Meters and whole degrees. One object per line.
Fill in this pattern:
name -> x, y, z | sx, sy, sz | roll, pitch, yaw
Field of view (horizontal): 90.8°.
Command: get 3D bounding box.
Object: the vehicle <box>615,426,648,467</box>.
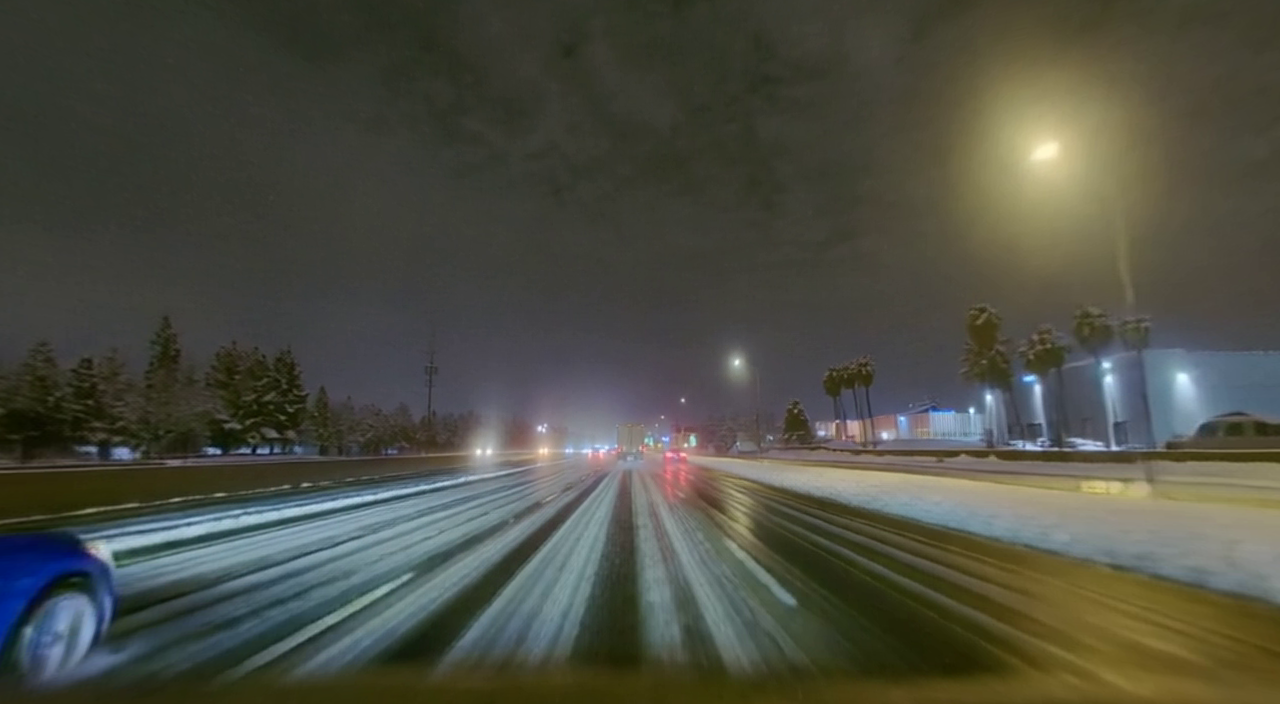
vehicle -> -0.746, 7.296, 48.906 | 2.364, 2.953, 6.495 | 0, -9, -2

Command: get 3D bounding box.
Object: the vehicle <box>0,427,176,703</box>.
vehicle -> -3.966, 0.907, 1.778 | 2.097, 1.447, 4.291 | 0, -9, -1
